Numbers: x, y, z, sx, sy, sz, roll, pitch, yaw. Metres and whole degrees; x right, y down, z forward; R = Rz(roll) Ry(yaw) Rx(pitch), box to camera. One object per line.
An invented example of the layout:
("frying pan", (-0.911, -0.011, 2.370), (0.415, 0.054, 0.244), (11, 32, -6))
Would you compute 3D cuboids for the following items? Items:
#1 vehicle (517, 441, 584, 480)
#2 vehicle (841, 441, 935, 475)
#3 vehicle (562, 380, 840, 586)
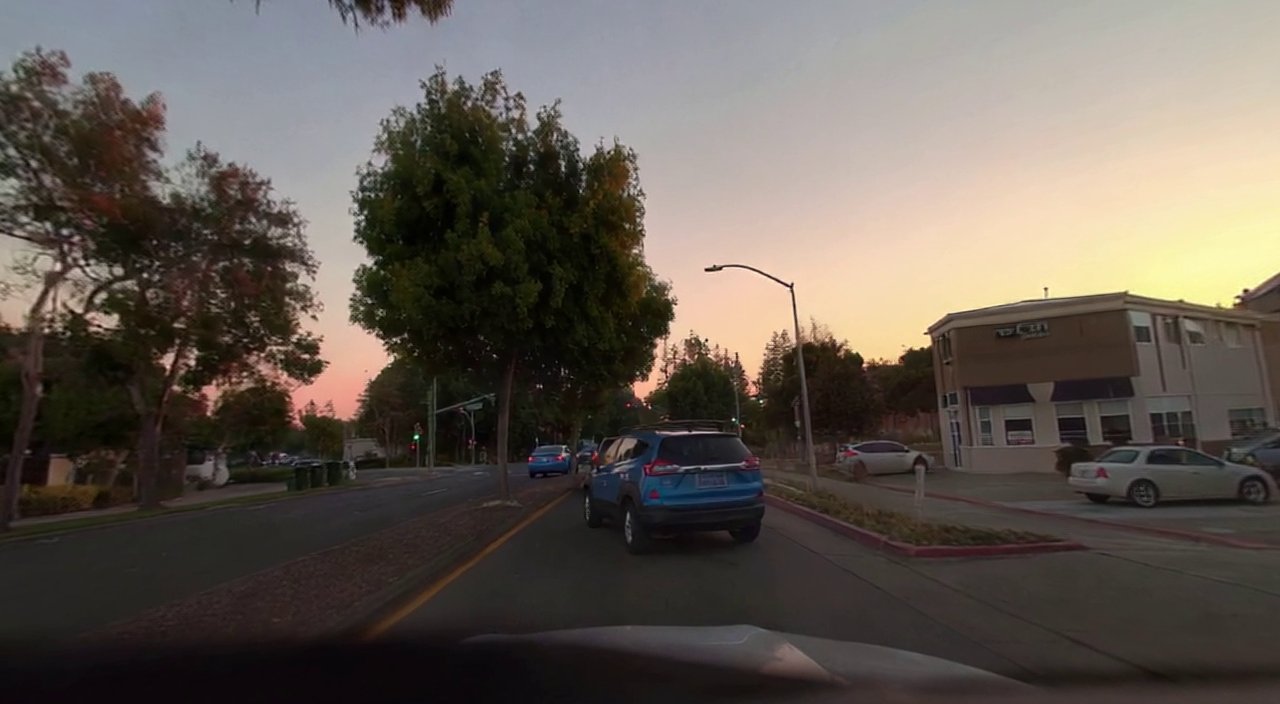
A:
("vehicle", (-3.630, 4.487, 26.204), (2.026, 1.466, 4.282), (0, -8, 2))
("vehicle", (12.119, 5.181, 30.806), (3.811, 1.557, 1.800), (1, -9, -10))
("vehicle", (0.399, 1.616, 8.560), (2.052, 1.955, 4.642), (3, -9, -17))
